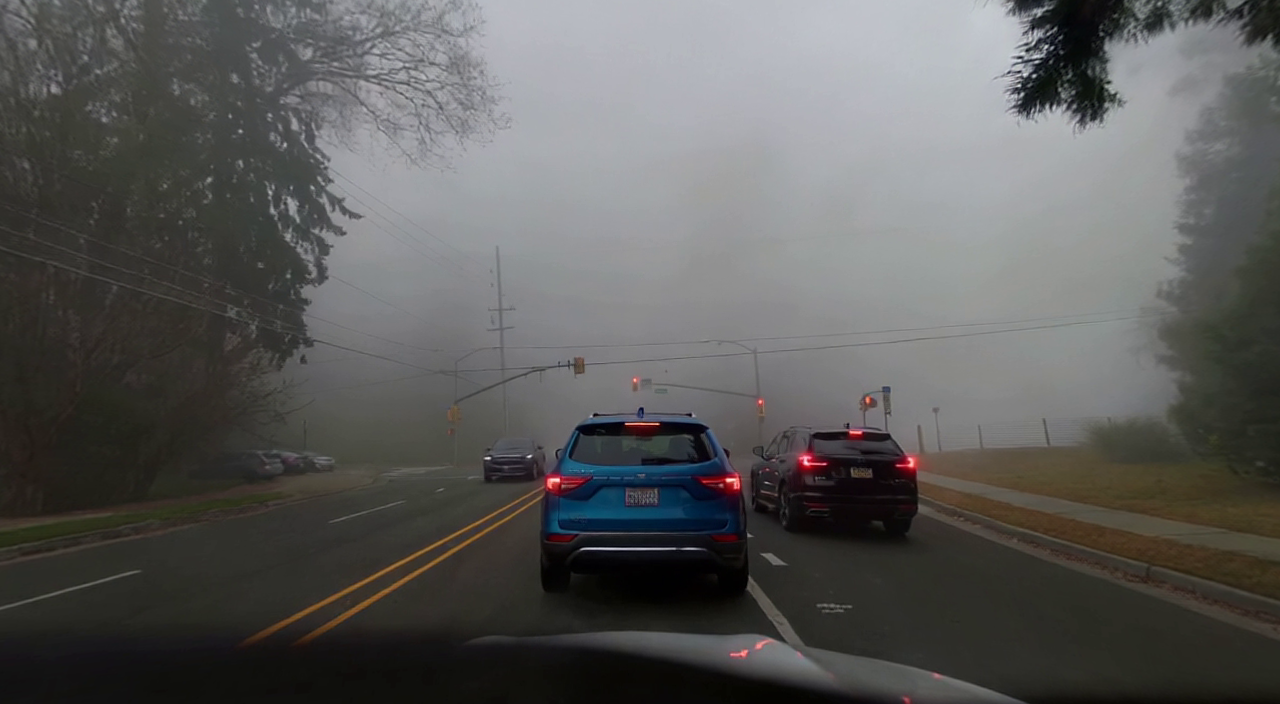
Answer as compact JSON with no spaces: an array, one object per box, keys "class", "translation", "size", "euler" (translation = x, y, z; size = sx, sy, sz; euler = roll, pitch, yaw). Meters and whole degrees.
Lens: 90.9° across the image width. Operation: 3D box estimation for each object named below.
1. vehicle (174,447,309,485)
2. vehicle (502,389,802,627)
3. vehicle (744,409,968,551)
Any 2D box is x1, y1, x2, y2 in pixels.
[{"class":"vehicle","translation":[-16.171,4.629,25.719],"size":[4.245,1.446,1.827],"euler":[0,-8,1]},{"class":"vehicle","translation":[0.059,1.421,6.662],"size":[2.151,1.695,4.100],"euler":[0,-8,-1]},{"class":"vehicle","translation":[3.068,1.919,10.109],"size":[1.967,1.756,4.281],"euler":[0,-8,-1]}]
